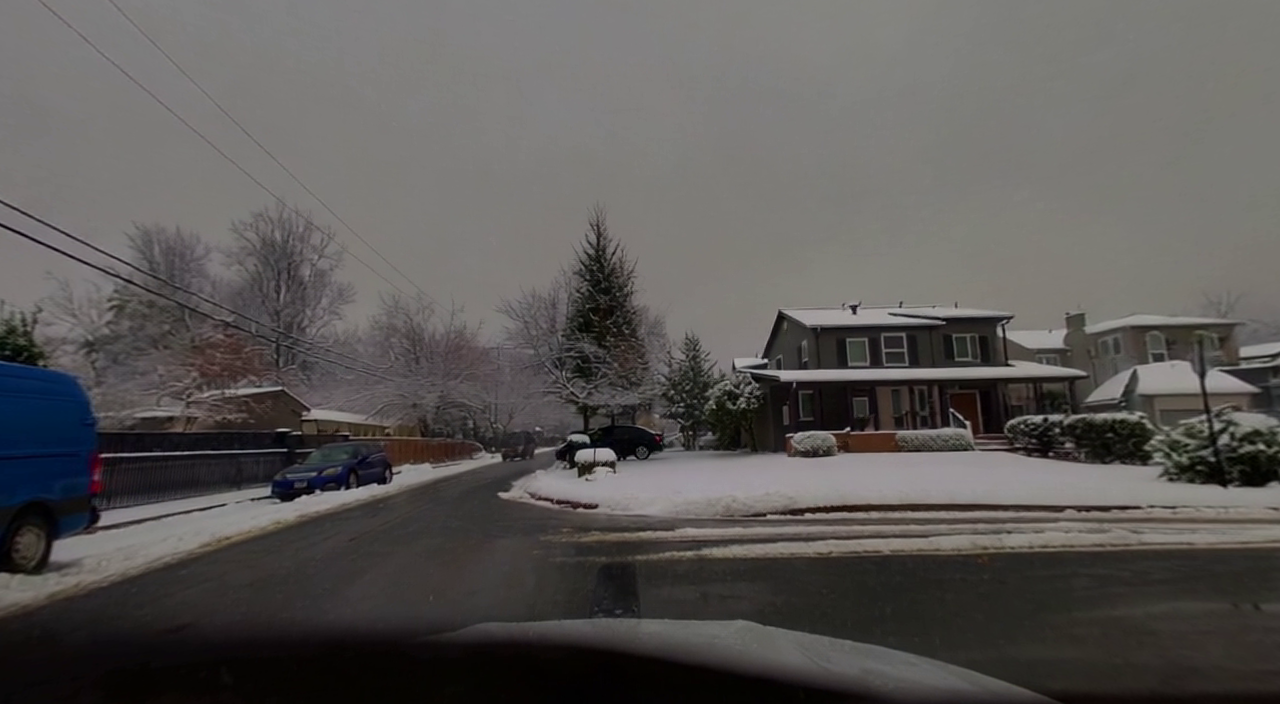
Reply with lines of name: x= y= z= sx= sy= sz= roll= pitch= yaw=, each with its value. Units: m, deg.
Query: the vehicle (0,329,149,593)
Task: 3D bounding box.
vehicle: x=-7.100 y=0.908 z=4.444 sx=2.284 sy=2.500 sz=7.006 roll=-2 pitch=-6 yaw=-6

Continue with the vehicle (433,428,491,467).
vehicle: x=-9.603 y=5.186 z=34.433 sx=2.042 sy=1.937 sz=4.960 roll=0 pitch=-8 yaw=-4

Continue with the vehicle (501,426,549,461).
vehicle: x=-6.828 y=5.501 z=37.961 sx=2.219 sy=1.984 sz=4.712 roll=0 pitch=-8 yaw=-3

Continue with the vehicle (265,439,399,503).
vehicle: x=-8.295 y=3.185 z=17.443 sx=1.899 sy=1.524 sz=4.082 roll=0 pitch=-8 yaw=-5

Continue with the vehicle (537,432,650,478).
vehicle: x=-1.508 y=3.513 z=21.899 sx=1.827 sy=1.436 sz=4.070 roll=-5 pitch=-9 yaw=32
